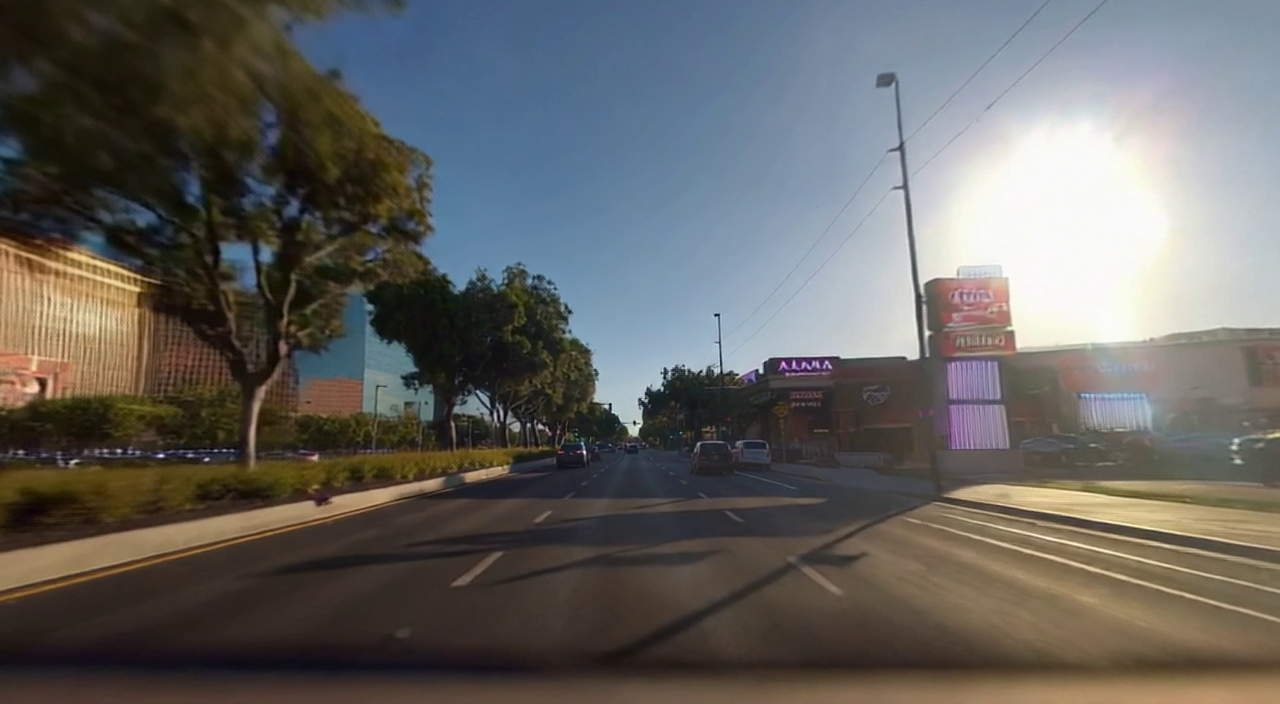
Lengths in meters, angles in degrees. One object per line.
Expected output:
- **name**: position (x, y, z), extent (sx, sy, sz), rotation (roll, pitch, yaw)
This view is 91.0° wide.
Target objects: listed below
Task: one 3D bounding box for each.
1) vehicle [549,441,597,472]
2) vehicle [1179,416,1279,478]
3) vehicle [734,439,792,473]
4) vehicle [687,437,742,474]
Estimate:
- **vehicle**: position (-3.339, 5.277, 32.035), extent (2.005, 1.477, 4.169), rotation (0, -8, 0)
- **vehicle**: position (17.386, 2.454, 16.345), extent (2.136, 1.567, 4.816), rotation (0, -10, -7)
- **vehicle**: position (6.745, 5.734, 34.957), extent (2.182, 1.744, 4.600), rotation (0, -8, -1)
- **vehicle**: position (3.681, 5.188, 31.829), extent (2.083, 1.743, 4.354), rotation (0, -8, -3)
